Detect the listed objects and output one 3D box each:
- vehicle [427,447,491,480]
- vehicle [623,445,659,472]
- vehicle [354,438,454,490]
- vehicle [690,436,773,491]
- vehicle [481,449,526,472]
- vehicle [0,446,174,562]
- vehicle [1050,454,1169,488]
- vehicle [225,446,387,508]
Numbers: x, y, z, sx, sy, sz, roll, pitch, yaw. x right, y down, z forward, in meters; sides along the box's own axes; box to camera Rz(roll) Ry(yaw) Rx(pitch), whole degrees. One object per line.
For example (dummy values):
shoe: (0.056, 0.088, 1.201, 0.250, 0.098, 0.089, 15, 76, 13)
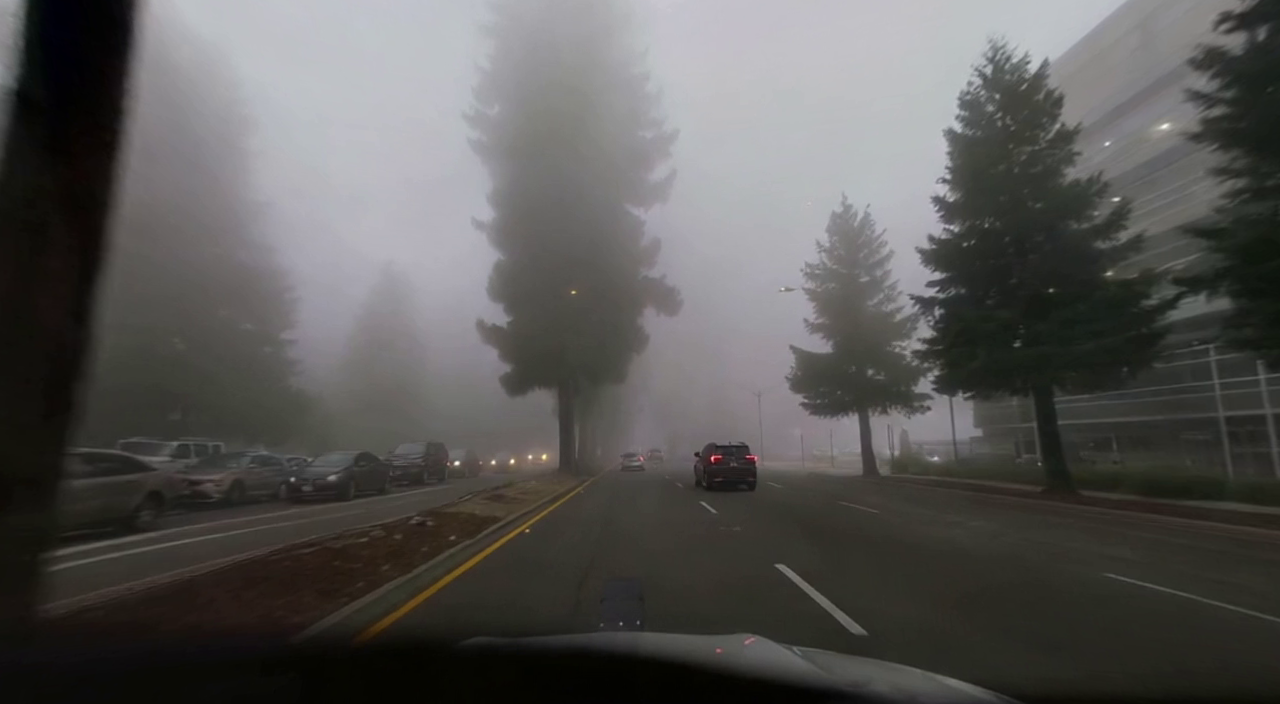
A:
vehicle: (-8.853, 5.472, 31.239, 1.864, 1.500, 4.294, 0, -9, 0)
vehicle: (0.036, 6.610, 39.432, 2.145, 1.572, 4.021, 0, -9, 0)
vehicle: (-9.033, 4.303, 24.679, 2.024, 1.822, 4.824, 0, -9, 0)
vehicle: (3.231, 4.076, 23.442, 2.235, 1.806, 4.818, 0, -9, -1)
vehicle: (-9.006, 7.179, 42.037, 1.938, 1.464, 4.340, 0, -9, 1)
vehicle: (-8.925, 2.024, 8.623, 1.846, 1.433, 4.298, -1, -9, 0)
vehicle: (20.718, 5.244, 27.968, 3.914, 1.421, 1.695, 0, -9, -2)
vehicle: (-9.037, 3.388, 17.660, 1.955, 1.484, 4.608, 0, -9, 0)
